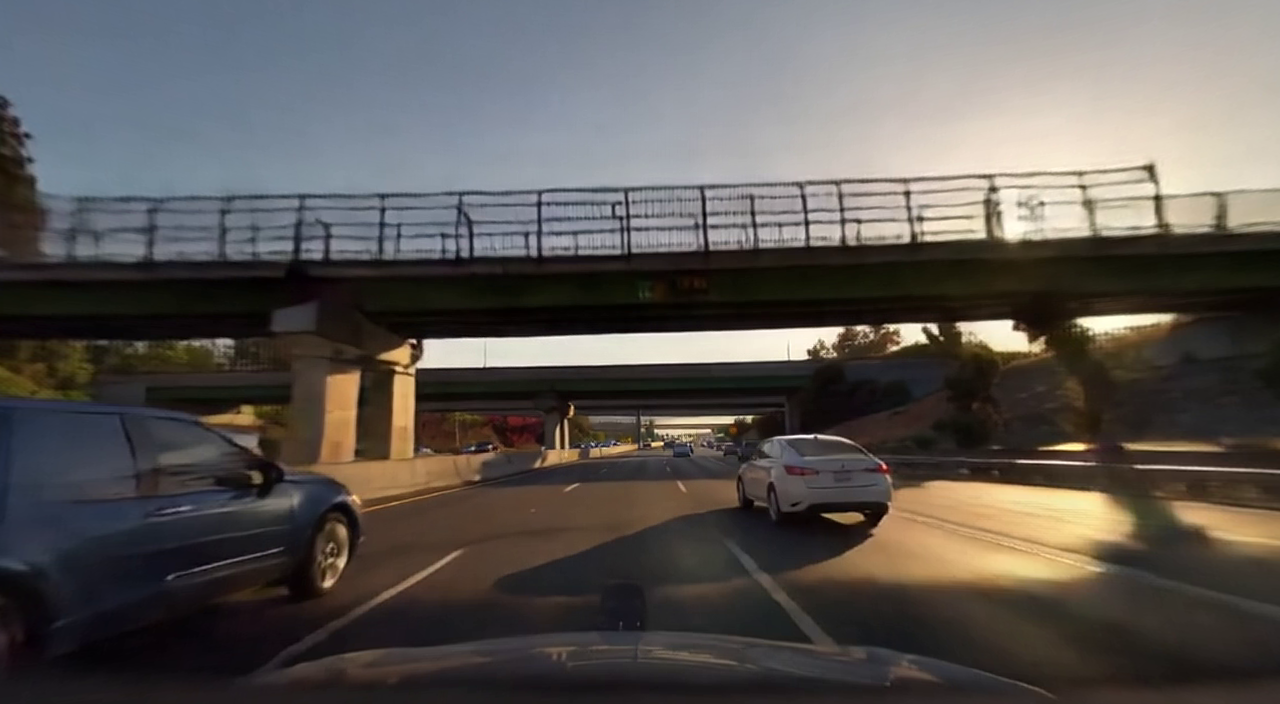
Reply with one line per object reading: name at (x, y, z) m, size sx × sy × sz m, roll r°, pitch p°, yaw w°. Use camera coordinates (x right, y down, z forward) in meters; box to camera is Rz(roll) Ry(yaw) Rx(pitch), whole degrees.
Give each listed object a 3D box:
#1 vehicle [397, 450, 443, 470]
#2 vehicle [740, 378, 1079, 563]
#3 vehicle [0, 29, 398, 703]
vehicle at (-17.085, 8.377, 49.278) m, size 1.850 × 1.488 × 4.507 m, roll 0°, pitch -9°, yaw 2°
vehicle at (3.458, 1.747, 10.014) m, size 2.693 × 2.044 × 5.882 m, roll 0°, pitch -9°, yaw -1°
vehicle at (-3.413, 0.296, 2.625) m, size 2.369 × 2.682 × 6.088 m, roll 0°, pitch -9°, yaw 0°
